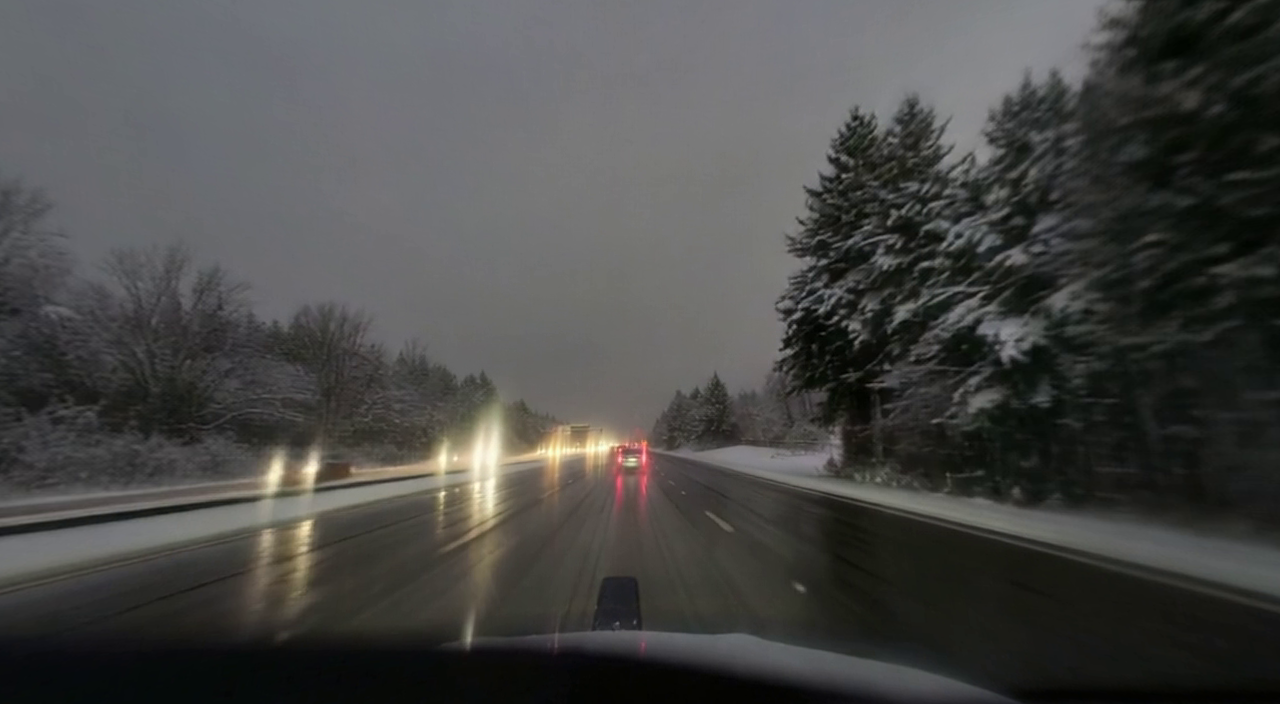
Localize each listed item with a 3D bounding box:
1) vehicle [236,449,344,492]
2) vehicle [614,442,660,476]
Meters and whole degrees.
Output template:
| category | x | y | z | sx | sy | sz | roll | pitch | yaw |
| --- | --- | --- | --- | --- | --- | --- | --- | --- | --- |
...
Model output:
| category | x | y | z | sx | sy | sz | roll | pitch | yaw |
| --- | --- | --- | --- | --- | --- | --- | --- | --- | --- |
| vehicle | -13.636 | 4.622 | 24.746 | 1.896 | 1.509 | 4.060 | 0 | -9 | 0 |
| vehicle | -0.179 | 5.197 | 30.651 | 2.095 | 1.537 | 4.017 | 0 | -9 | -1 |
